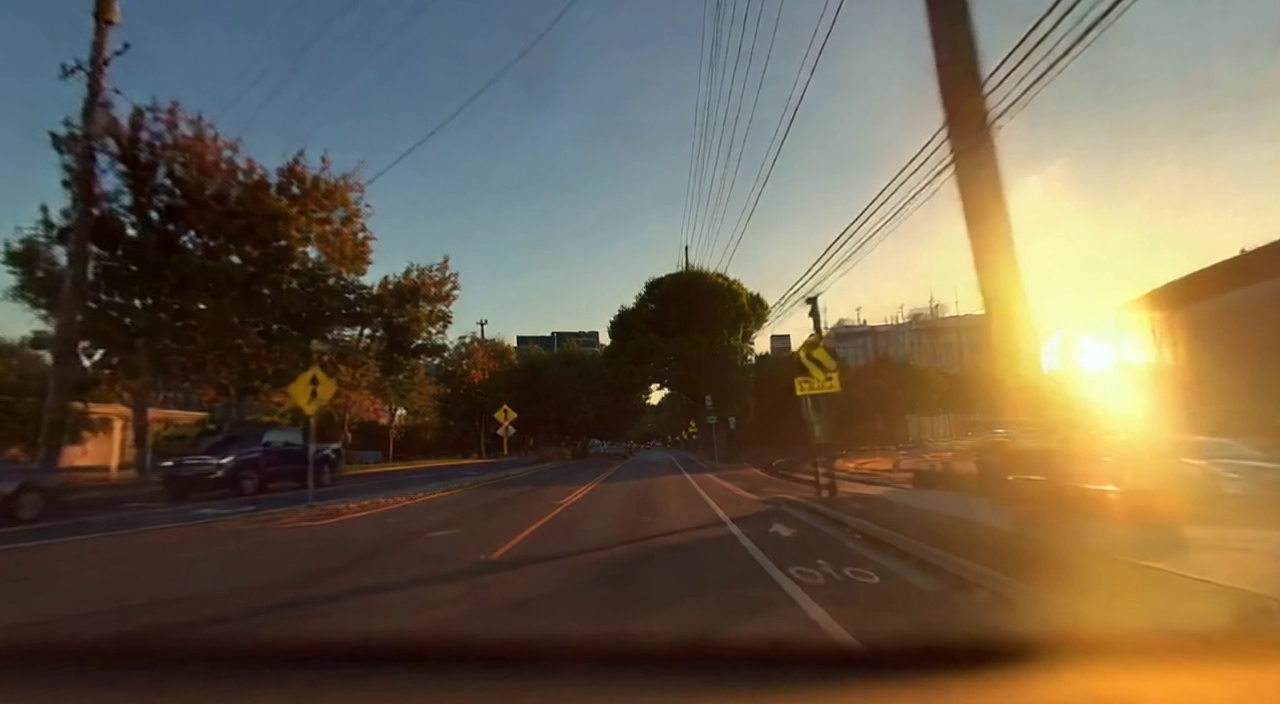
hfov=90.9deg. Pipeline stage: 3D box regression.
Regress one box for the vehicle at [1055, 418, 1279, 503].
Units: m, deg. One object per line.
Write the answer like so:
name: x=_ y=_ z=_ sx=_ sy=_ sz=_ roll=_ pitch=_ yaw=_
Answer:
vehicle: x=11.872 y=2.249 z=13.345 sx=1.897 sy=1.532 sz=4.694 roll=4 pitch=-10 yaw=-28

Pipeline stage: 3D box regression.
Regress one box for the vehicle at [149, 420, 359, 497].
vehicle: x=-12.762 y=3.588 z=21.676 sx=2.798 sy=2.249 sz=6.296 roll=-1 pitch=-8 yaw=6

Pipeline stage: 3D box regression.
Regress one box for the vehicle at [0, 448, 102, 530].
vehicle: x=-13.039 y=2.517 z=11.415 sx=2.090 sy=1.519 sz=4.919 roll=-1 pitch=-8 yaw=3
